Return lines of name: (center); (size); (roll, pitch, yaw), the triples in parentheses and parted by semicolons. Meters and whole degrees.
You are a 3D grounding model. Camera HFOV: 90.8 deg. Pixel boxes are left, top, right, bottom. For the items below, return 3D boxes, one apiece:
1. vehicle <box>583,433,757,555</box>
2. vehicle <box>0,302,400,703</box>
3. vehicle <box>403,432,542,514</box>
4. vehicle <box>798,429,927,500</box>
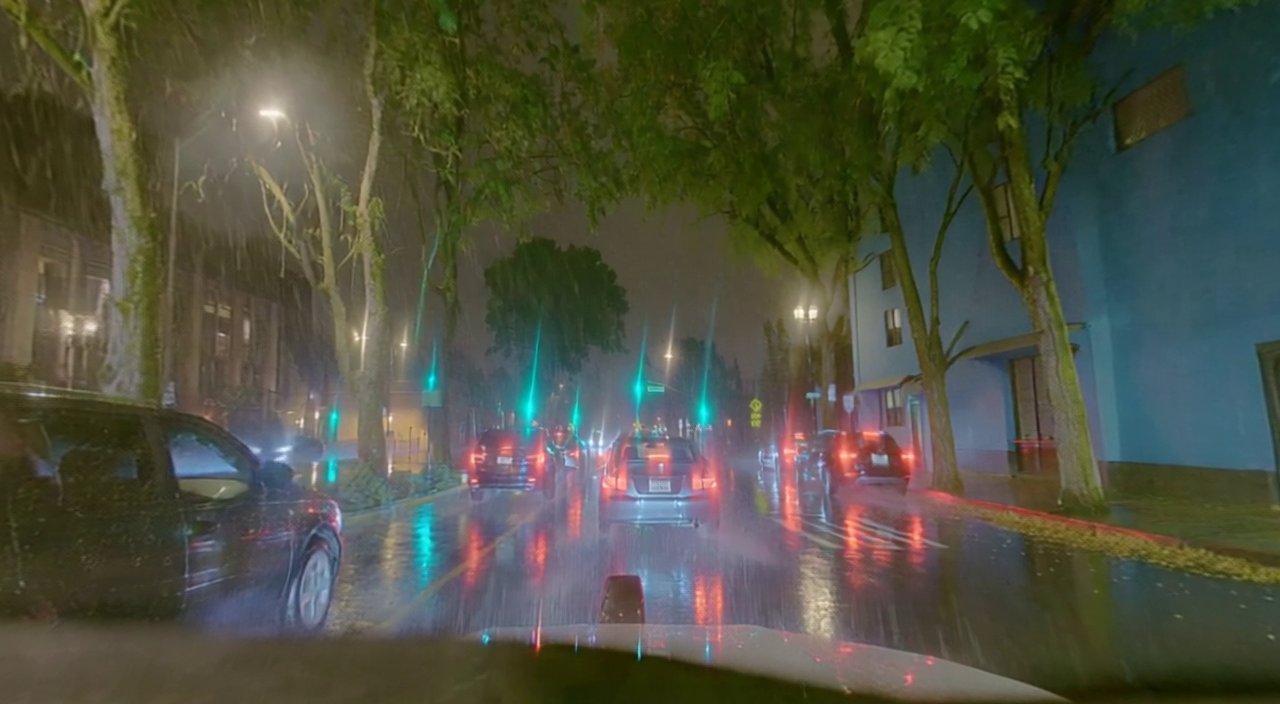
vehicle: (0.268, 1.994, 9.583); (2.095, 1.438, 3.843); (0, -9, -3)
vehicle: (-3.273, 0.929, 3.391); (2.152, 1.802, 4.628); (0, -9, 0)
vehicle: (-3.509, 2.625, 14.236); (1.901, 1.522, 4.556); (0, -9, 0)
vehicle: (6.341, 3.248, 18.695); (2.025, 1.808, 4.579); (0, -9, -2)
